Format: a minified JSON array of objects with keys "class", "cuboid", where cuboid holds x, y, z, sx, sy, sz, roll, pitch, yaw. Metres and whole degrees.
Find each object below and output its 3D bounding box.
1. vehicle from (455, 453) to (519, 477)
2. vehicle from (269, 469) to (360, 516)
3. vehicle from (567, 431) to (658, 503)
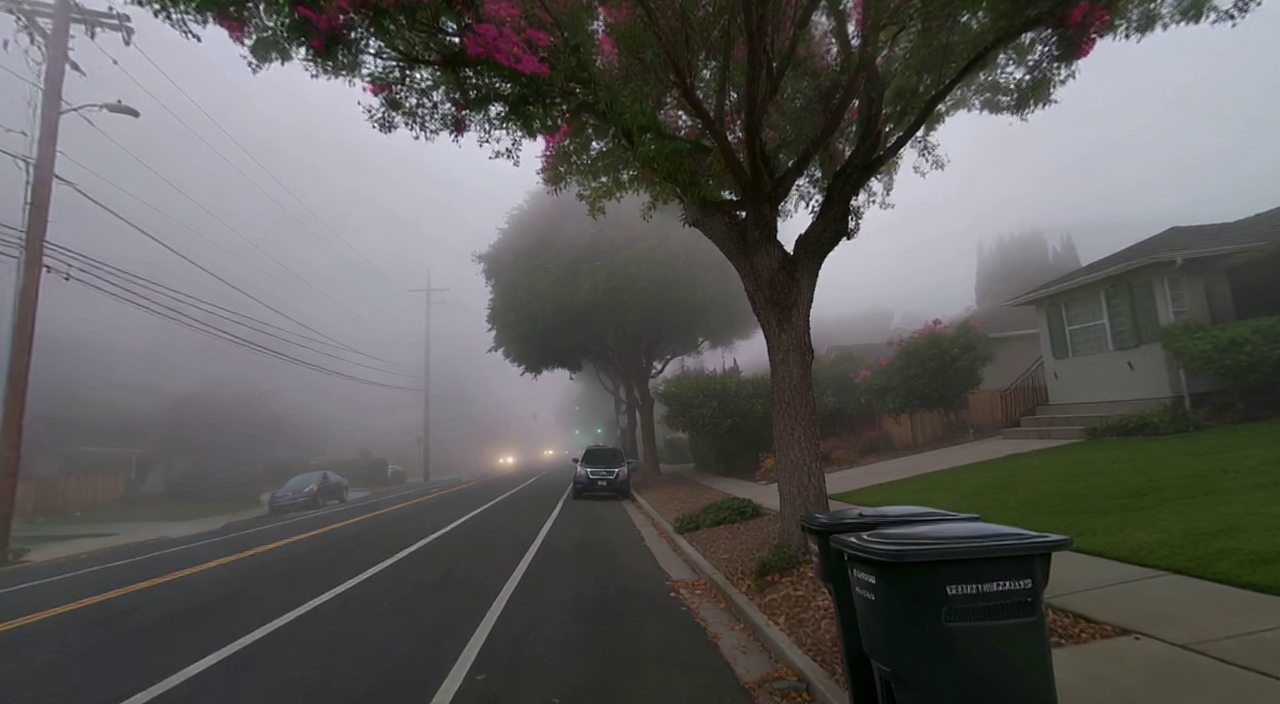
[{"class":"vehicle","cuboid":[-11.767,8.694,48.547,4.723,1.679,2.218,-8,-11,36]},{"class":"vehicle","cuboid":[-13.746,5.921,26.989,1.982,1.660,4.142,1,-8,-6]},{"class":"vehicle","cuboid":[-0.808,3.082,17.382,2.190,1.708,4.115,0,-8,-4]}]
